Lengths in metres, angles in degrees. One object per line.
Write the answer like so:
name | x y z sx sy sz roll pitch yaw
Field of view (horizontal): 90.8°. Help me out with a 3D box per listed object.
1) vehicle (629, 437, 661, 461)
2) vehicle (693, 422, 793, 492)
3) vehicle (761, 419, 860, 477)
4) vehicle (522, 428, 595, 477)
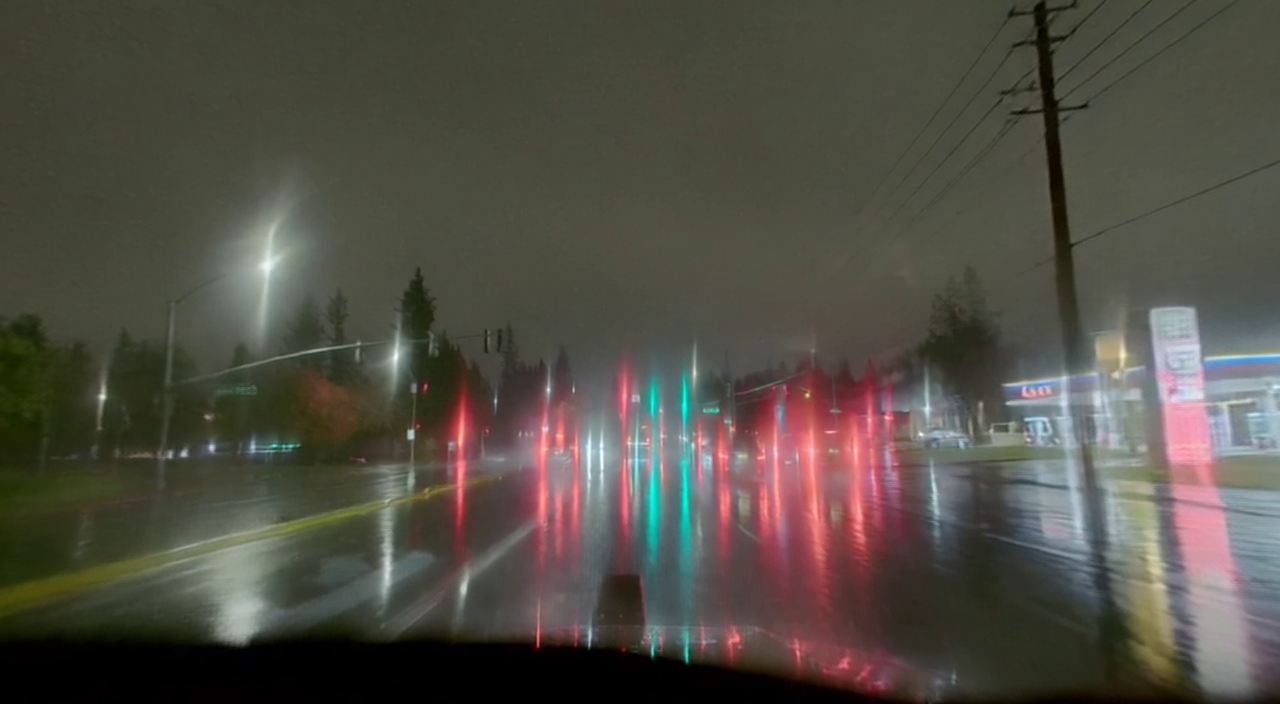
vehicle | 0.332 6.924 45.114 2.131 1.665 3.926 0 -8 -2
vehicle | 2.870 3.076 18.825 2.140 1.800 4.660 0 -8 -1
vehicle | 7.008 4.038 26.786 2.510 2.176 5.527 0 -8 -2
vehicle | -3.215 4.089 25.935 2.261 1.820 4.255 0 -8 2
